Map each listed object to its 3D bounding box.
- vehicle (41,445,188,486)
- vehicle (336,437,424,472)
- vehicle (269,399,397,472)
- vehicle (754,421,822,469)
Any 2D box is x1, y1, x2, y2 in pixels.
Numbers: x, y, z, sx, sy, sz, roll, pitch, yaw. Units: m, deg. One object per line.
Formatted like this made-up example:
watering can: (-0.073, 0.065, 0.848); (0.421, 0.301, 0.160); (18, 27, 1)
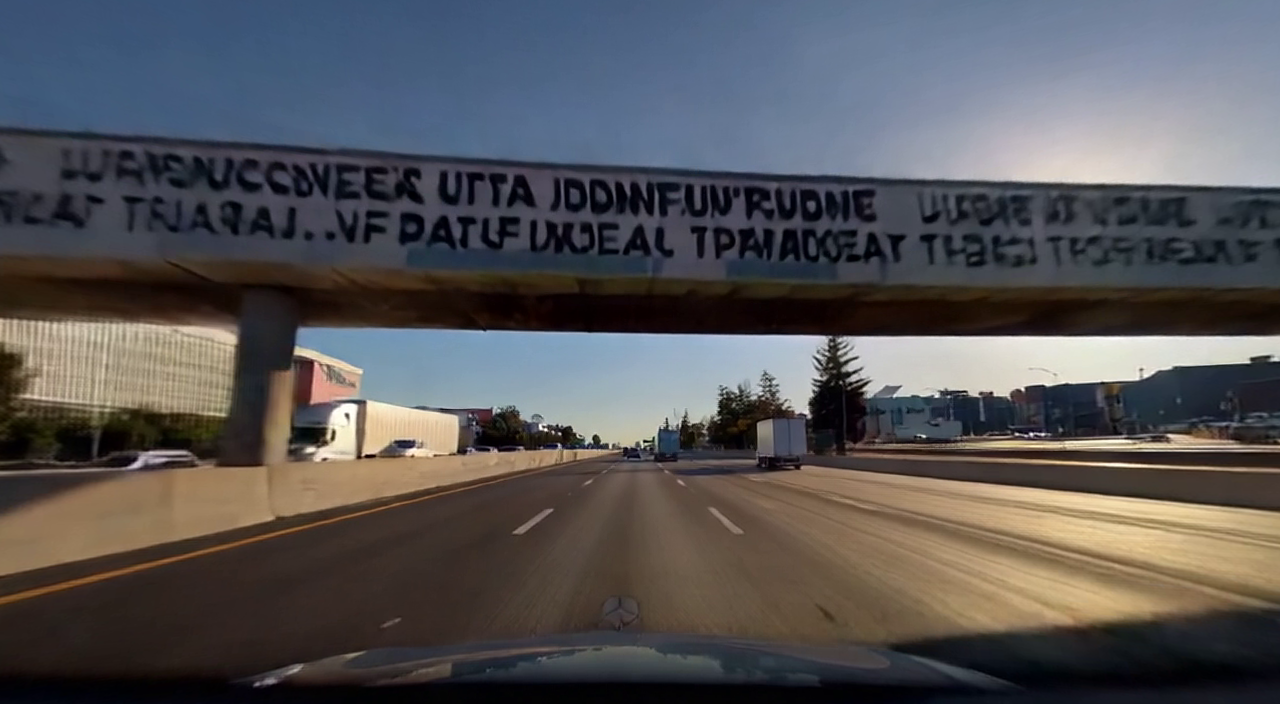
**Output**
vehicle: (-20.826, 4.510, 25.354); (1.921, 1.473, 4.590); (0, -9, 0)
vehicle: (-13.592, 5.411, 33.498); (2.173, 1.709, 5.541); (0, -9, 1)
vehicle: (-17.402, 4.904, 36.712); (3.000, 3.731, 8.444); (0, -9, 1)
vehicle: (10.998, 7.094, 48.017); (2.912, 3.293, 9.588); (0, -9, 0)
